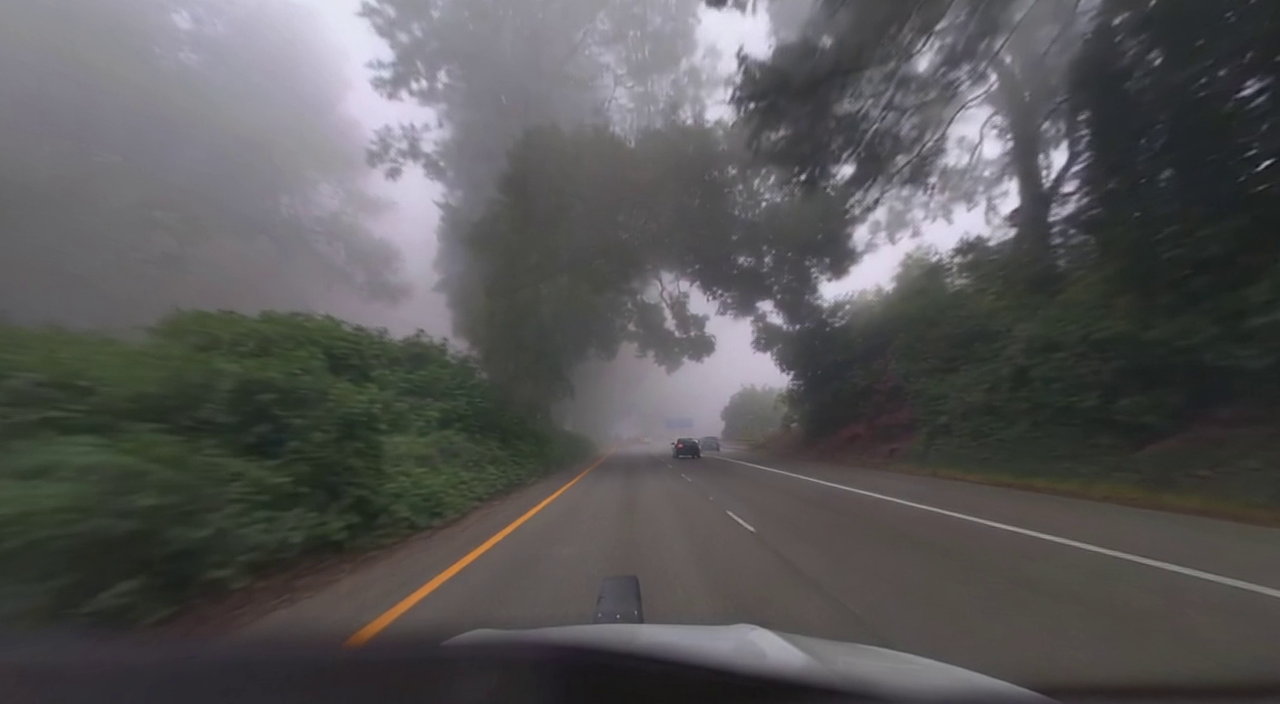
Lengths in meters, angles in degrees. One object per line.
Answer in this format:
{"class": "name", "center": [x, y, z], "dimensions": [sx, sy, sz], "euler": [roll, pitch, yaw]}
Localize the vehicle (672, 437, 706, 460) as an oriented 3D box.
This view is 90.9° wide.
{"class": "vehicle", "center": [3.249, 6.486, 42.415], "dimensions": [1.819, 1.468, 3.770], "euler": [0, -8, -2]}
